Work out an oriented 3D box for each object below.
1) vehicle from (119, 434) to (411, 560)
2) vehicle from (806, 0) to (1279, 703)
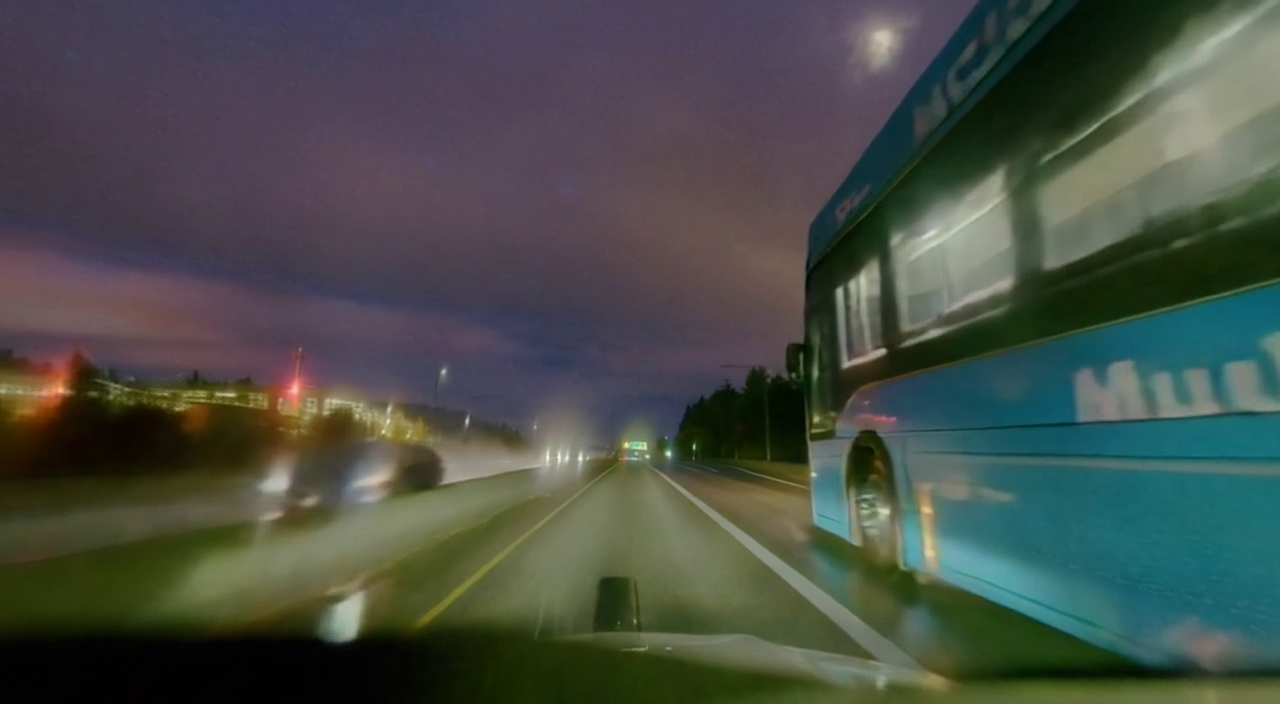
[{"bbox_3d":[-5.474,2.145,10.030,1.977,1.530,4.328,0,-9,0],"label":"vehicle"},{"bbox_3d":[3.816,-0.719,0.562,3.277,4.084,14.213,1,-9,-1],"label":"vehicle"}]
